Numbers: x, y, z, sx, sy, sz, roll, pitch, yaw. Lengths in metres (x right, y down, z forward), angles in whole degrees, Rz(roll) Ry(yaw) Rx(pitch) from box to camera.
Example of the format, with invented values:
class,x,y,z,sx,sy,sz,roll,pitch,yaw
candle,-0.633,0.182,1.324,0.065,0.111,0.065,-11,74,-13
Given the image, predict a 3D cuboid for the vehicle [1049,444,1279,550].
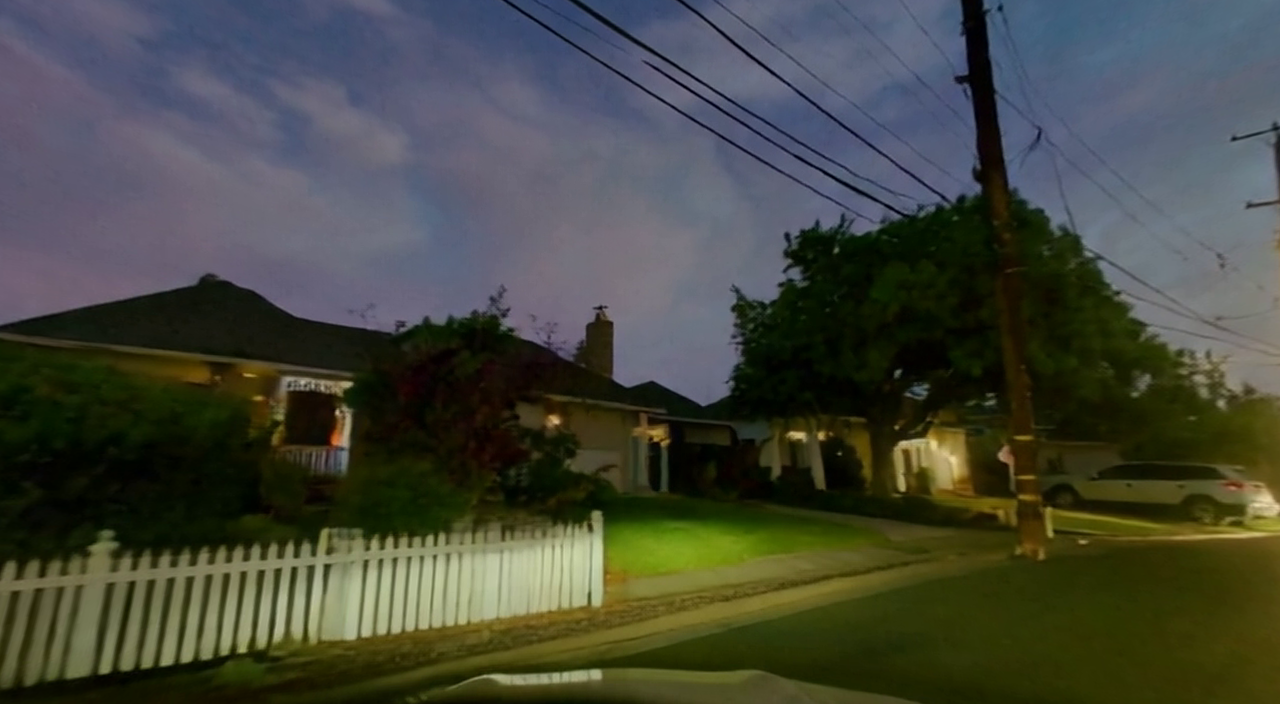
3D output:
class,x,y,z,sx,sy,sz,roll,pitch,yaw
vehicle,12.144,3.061,14.009,2.471,1.595,4.537,5,-5,-33
